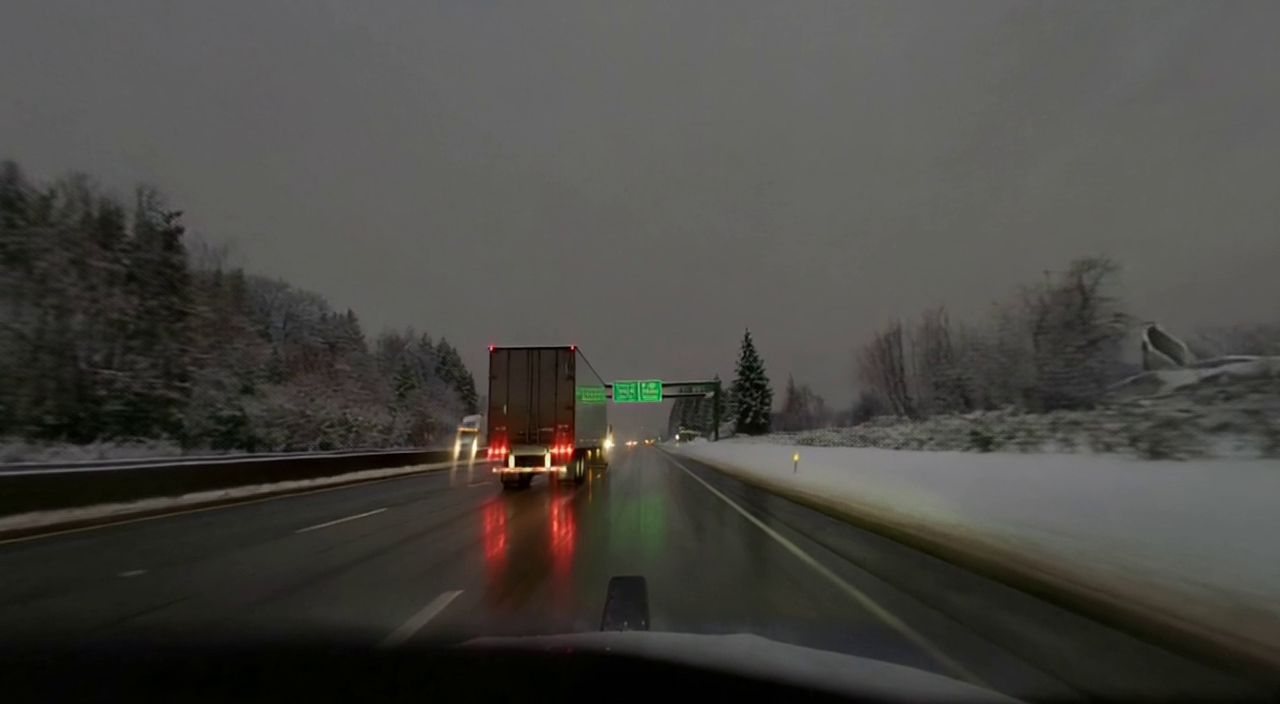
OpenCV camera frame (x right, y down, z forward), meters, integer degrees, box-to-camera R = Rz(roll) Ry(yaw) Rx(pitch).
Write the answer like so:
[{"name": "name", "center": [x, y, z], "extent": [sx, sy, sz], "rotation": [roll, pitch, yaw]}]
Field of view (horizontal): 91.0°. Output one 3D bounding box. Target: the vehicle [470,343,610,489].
[{"name": "vehicle", "center": [-3.101, 2.779, 24.586], "extent": [2.947, 4.051, 14.256], "rotation": [0, -8, 1]}]
